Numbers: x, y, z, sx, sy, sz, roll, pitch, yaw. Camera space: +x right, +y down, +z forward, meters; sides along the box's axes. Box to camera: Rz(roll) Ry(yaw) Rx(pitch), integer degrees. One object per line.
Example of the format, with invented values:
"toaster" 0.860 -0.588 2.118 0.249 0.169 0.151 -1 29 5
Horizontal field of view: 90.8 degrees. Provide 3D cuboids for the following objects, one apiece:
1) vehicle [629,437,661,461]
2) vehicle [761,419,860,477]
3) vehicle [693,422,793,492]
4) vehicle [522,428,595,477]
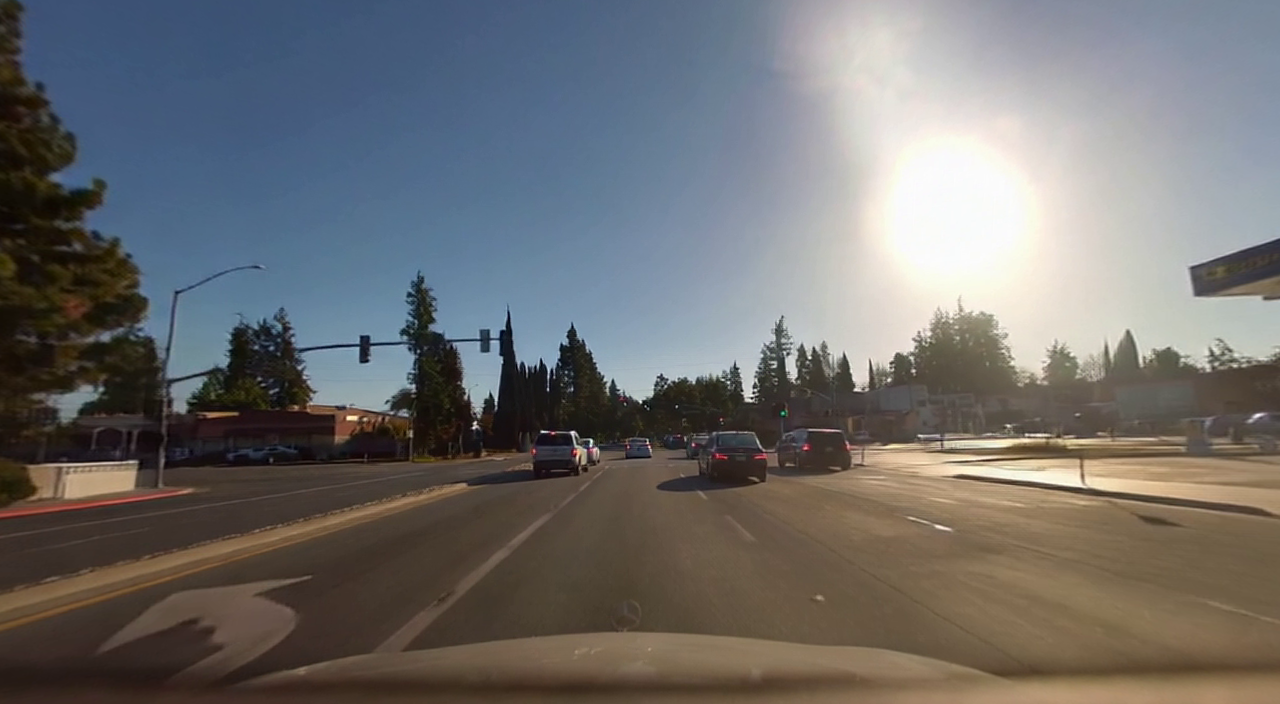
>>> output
"vehicle" 0.332 6.924 45.114 2.131 1.665 3.926 0 -8 -2
"vehicle" 7.008 4.038 26.786 2.510 2.176 5.527 0 -8 -2
"vehicle" 2.870 3.076 18.825 2.140 1.800 4.660 0 -8 -1
"vehicle" -3.215 4.089 25.935 2.261 1.820 4.255 0 -8 2
